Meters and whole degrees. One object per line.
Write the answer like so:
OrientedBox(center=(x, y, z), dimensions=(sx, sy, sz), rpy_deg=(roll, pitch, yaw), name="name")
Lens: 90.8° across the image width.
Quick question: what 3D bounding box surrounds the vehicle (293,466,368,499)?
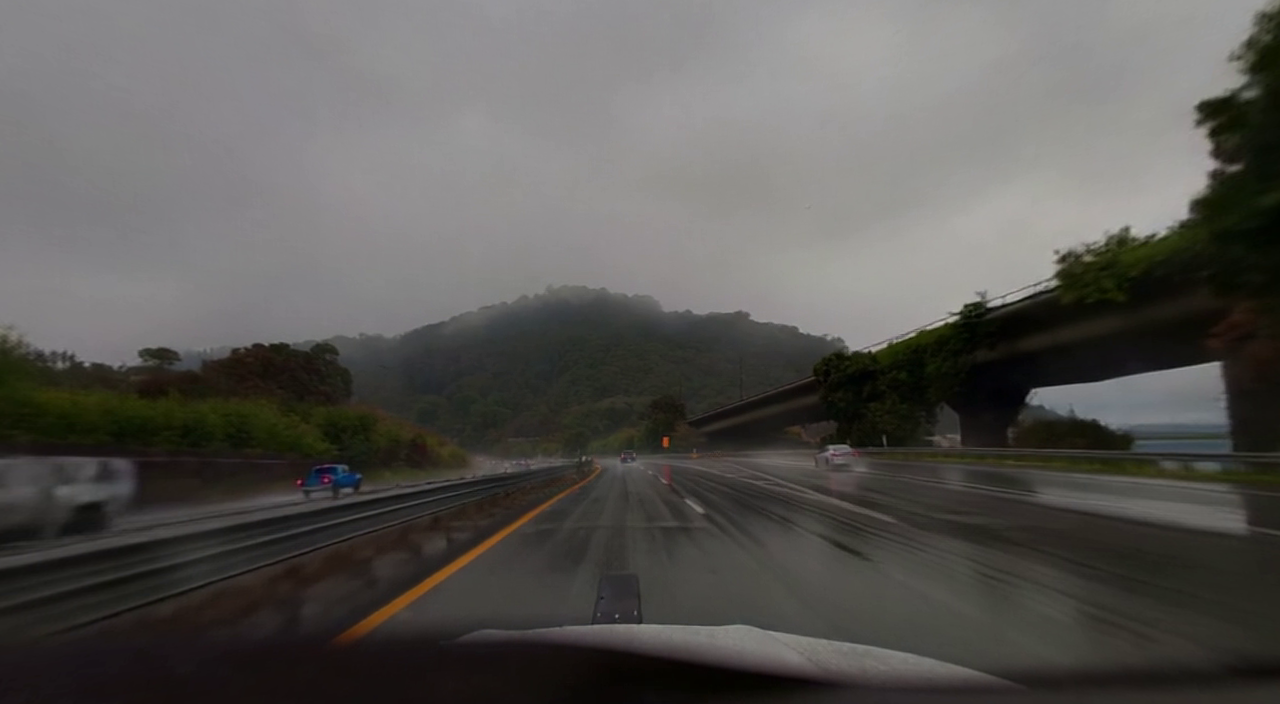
OrientedBox(center=(-22.144, 9.337, 45.523), dimensions=(2.573, 1.976, 5.651), rpy_deg=(-3, -9, -1), name="vehicle")
